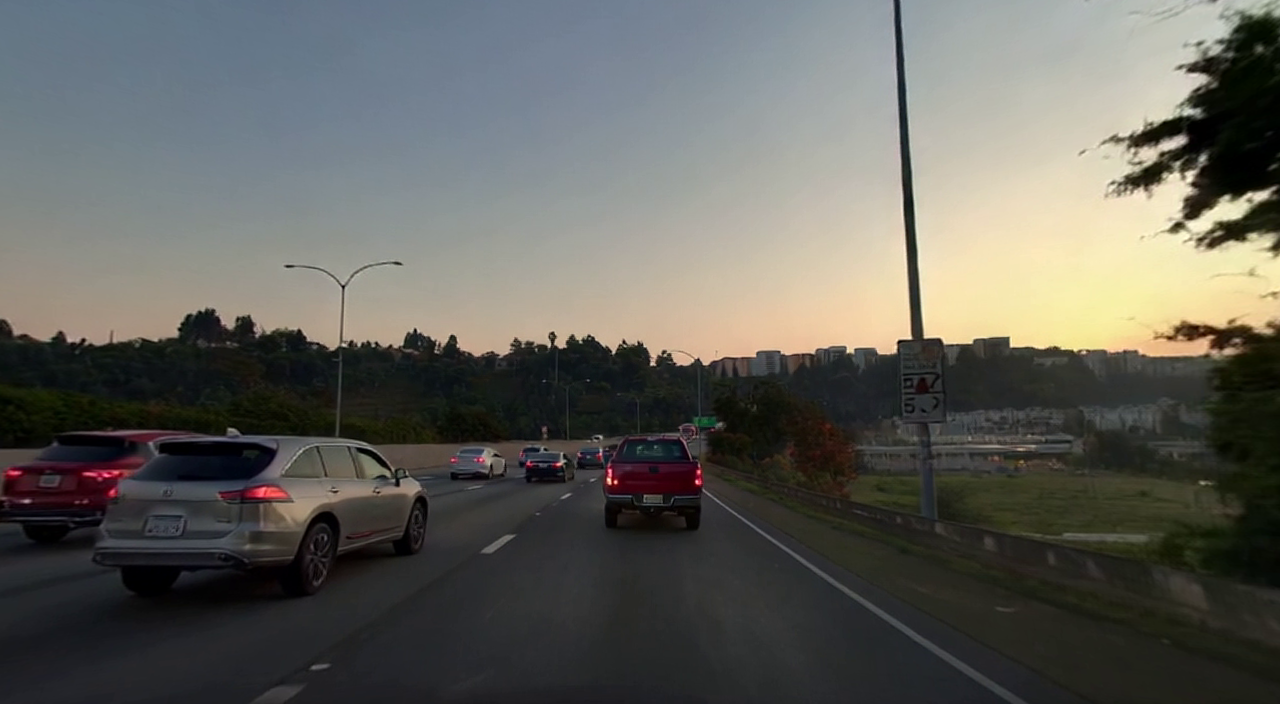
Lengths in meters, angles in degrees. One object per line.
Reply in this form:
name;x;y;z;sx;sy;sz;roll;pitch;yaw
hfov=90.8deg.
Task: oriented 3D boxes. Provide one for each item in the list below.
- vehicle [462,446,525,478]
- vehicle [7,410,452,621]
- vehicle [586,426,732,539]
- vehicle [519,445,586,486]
vehicle;-7.284;5.489;31.802;1.856;1.459;4.251;-1;-9;4
vehicle;-4.036;1.661;7.398;2.076;1.688;4.334;-1;-9;4
vehicle;0.327;2.339;11.971;2.235;1.716;4.435;0;-9;1
vehicle;-3.400;4.483;25.282;1.868;1.470;4.105;-1;-9;4
